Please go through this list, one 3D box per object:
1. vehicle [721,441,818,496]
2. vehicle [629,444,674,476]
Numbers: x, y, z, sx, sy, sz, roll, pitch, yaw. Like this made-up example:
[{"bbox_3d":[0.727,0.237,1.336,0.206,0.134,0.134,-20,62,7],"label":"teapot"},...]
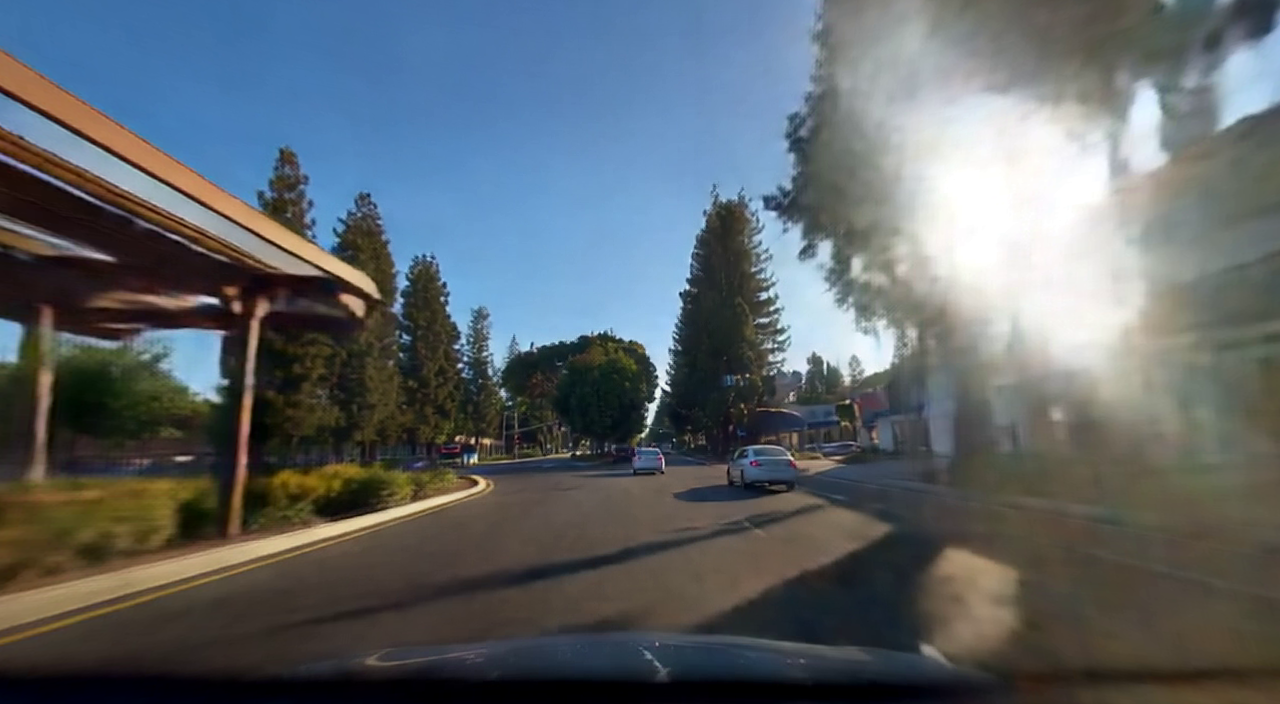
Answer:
[{"bbox_3d":[3.876,3.577,19.729,2.067,1.497,4.327,0,-9,0],"label":"vehicle"},{"bbox_3d":[0.575,5.510,32.331,2.144,1.505,4.128,0,-9,0],"label":"vehicle"}]
